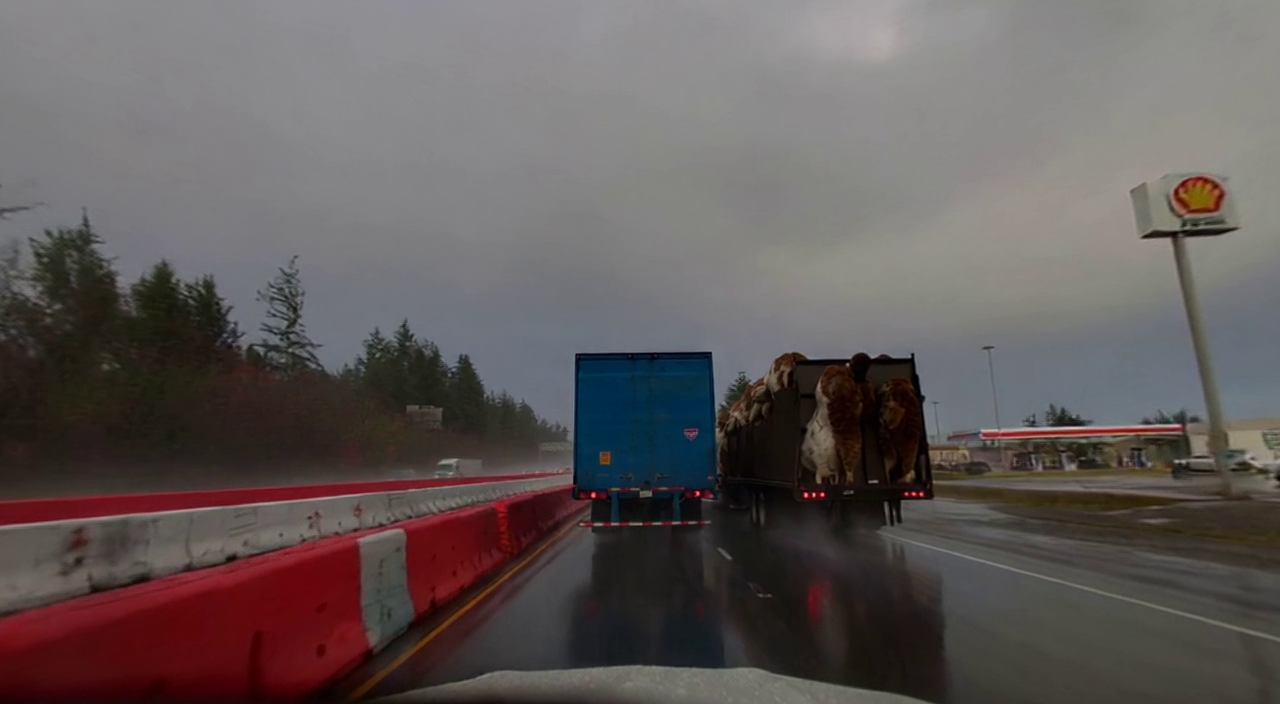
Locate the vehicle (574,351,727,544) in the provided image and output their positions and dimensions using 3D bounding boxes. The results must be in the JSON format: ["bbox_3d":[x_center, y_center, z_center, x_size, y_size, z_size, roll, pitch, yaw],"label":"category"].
[{"bbox_3d":[0.090,2.414,15.284,2.618,3.306,8.676,1,-10,-1],"label":"vehicle"}]

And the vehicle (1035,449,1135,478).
[{"bbox_3d":[24.615,6.216,35.059,1.762,1.470,4.485,3,-11,-10],"label":"vehicle"}]

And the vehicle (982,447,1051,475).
[{"bbox_3d":[24.764,7.219,41.626,1.919,1.722,4.024,1,-10,-2],"label":"vehicle"}]

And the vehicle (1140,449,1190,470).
[{"bbox_3d":[38.448,7.890,46.099,3.565,1.448,1.866,8,-13,-36],"label":"vehicle"}]

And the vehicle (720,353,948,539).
[{"bbox_3d":[4.419,2.691,17.240,2.936,3.640,9.443,1,-10,-2],"label":"vehicle"}]

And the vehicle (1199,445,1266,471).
[{"bbox_3d":[36.662,6.605,38.939,4.315,1.469,1.823,7,-12,-32],"label":"vehicle"}]
